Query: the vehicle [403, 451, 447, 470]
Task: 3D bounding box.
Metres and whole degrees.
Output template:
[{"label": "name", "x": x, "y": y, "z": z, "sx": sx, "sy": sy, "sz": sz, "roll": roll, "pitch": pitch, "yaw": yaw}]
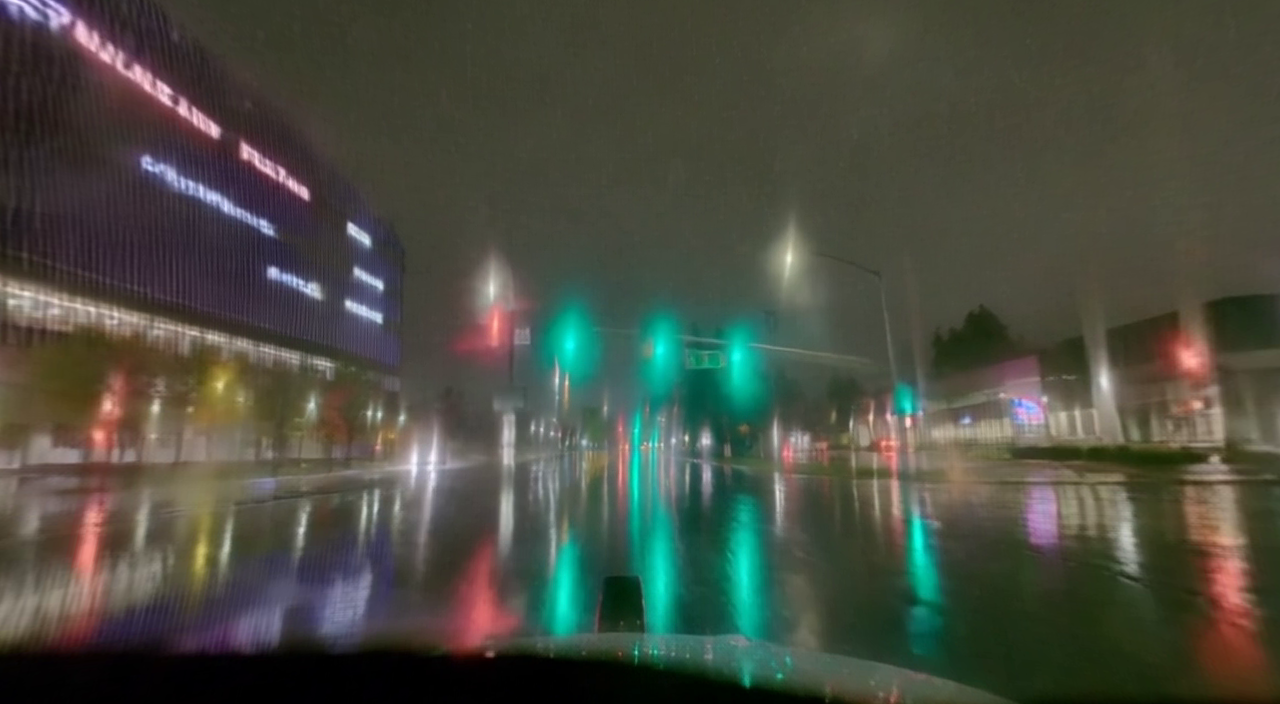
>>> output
[{"label": "vehicle", "x": -16.936, "y": 8.553, "z": 49.972, "sx": 1.924, "sy": 1.434, "sz": 4.456, "roll": 0, "pitch": -9, "yaw": -1}]
